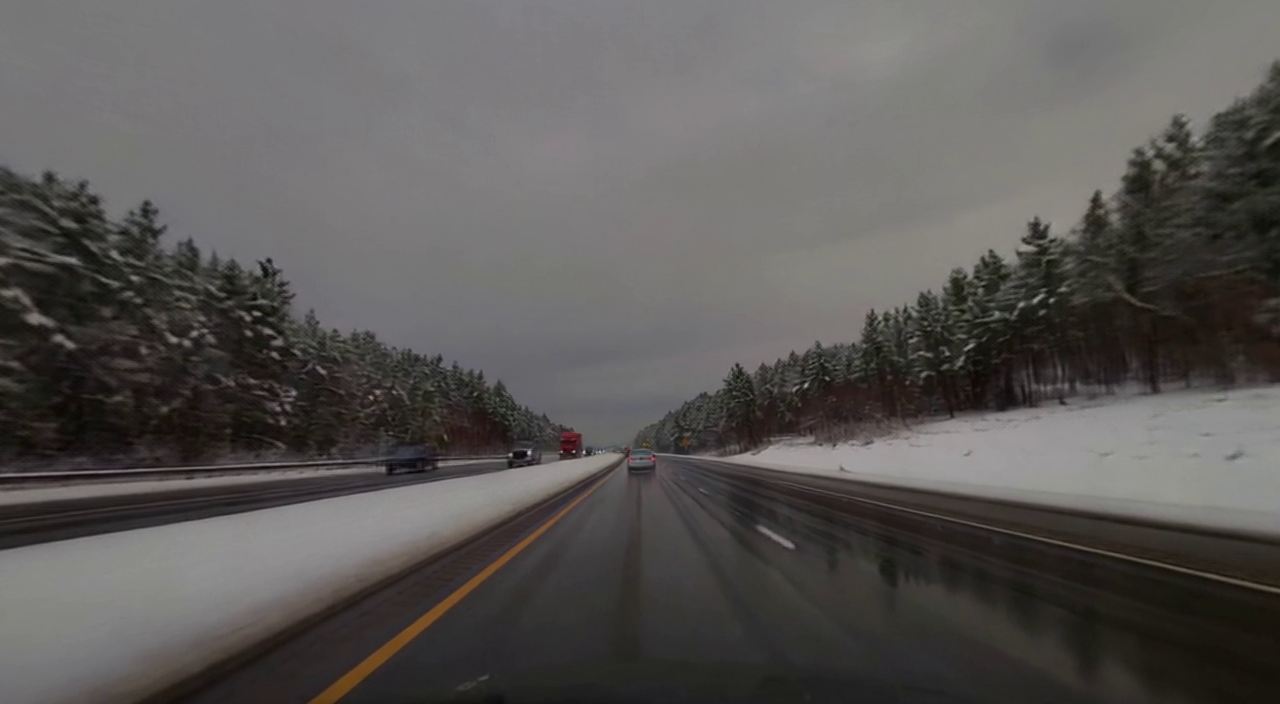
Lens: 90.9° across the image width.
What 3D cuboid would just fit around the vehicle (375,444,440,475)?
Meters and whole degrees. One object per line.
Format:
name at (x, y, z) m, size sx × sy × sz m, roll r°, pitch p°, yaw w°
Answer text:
vehicle at (-13.109, 6.066, 35.802) m, size 2.004 × 1.649 × 4.435 m, roll 0°, pitch -9°, yaw 0°

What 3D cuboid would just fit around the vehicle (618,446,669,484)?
vehicle at (0.101, 4.982, 28.073) m, size 2.114 × 1.523 × 4.012 m, roll 0°, pitch -9°, yaw -1°

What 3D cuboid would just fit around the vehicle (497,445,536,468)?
vehicle at (-9.201, 7.844, 47.463) m, size 2.061 × 1.622 × 4.452 m, roll 0°, pitch -9°, yaw 0°
